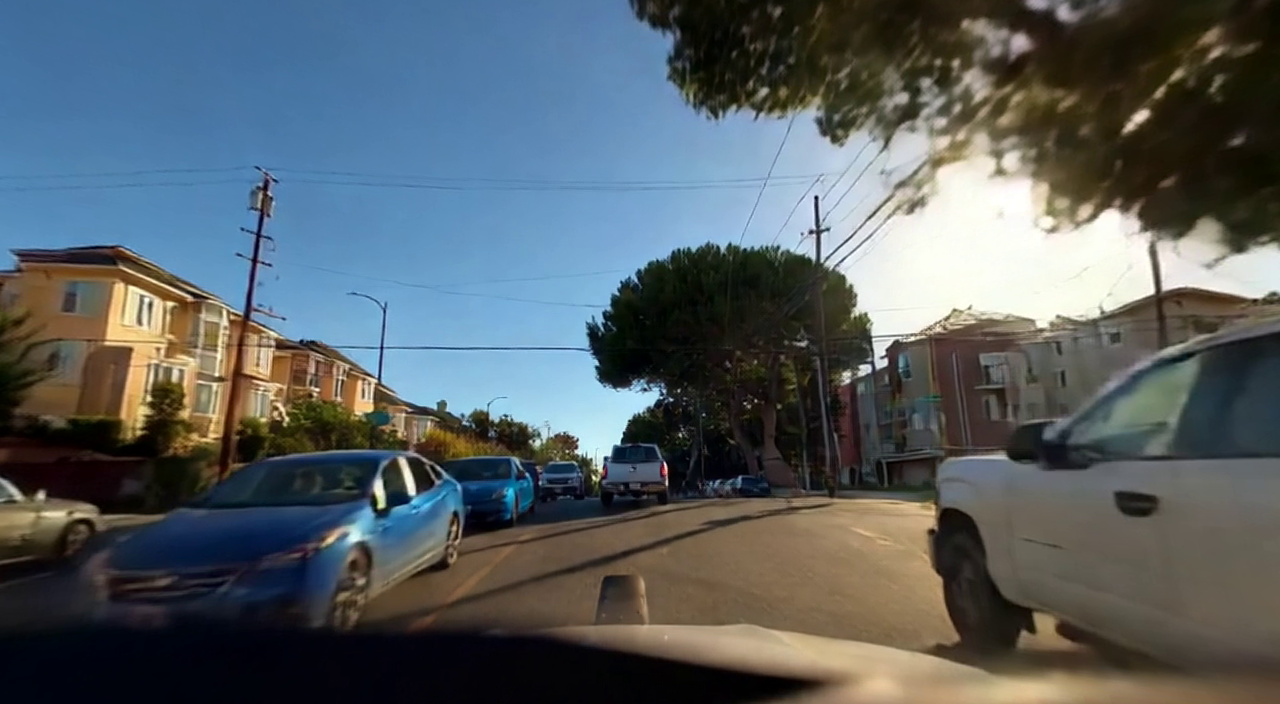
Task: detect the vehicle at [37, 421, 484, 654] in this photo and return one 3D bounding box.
[{"bbox_3d":[-3.086,1.567,6.461,1.898,1.539,4.320,0,-9,0],"label":"vehicle"}]

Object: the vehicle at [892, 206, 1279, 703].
[{"bbox_3d":[2.613,0.586,1.500,2.027,1.907,4.736,0,-9,0],"label":"vehicle"}]

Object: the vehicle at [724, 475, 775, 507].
[{"bbox_3d":[5.996,7.666,35.131,2.023,1.611,4.614,0,-10,0],"label":"vehicle"}]

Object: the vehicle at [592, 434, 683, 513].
[{"bbox_3d":[-0.039,3.463,18.432,2.308,1.940,4.125,-2,-9,1],"label":"vehicle"}]
